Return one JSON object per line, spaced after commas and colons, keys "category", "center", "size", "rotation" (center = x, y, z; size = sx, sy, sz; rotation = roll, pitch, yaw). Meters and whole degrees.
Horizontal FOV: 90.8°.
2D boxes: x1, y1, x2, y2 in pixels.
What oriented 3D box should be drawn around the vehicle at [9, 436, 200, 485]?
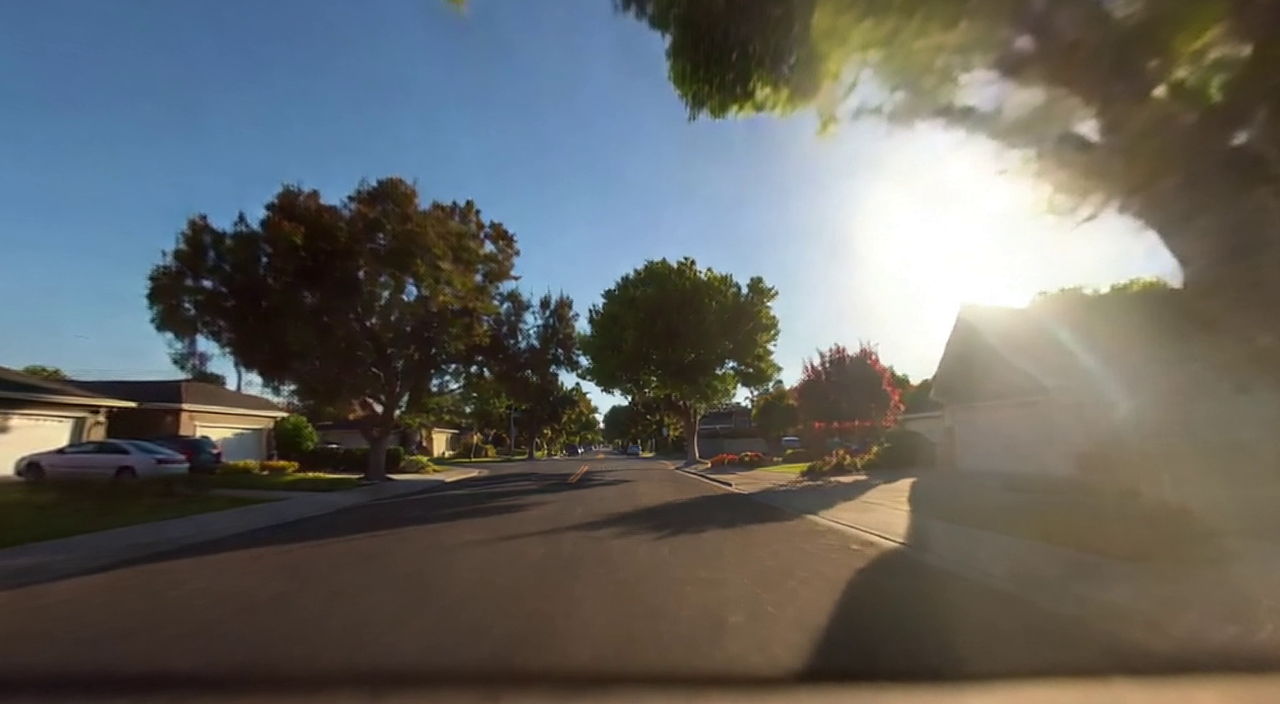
{"category": "vehicle", "center": [-17.490, 3.555, 20.835], "size": [4.307, 1.508, 2.072], "rotation": [0, -9, -1]}
